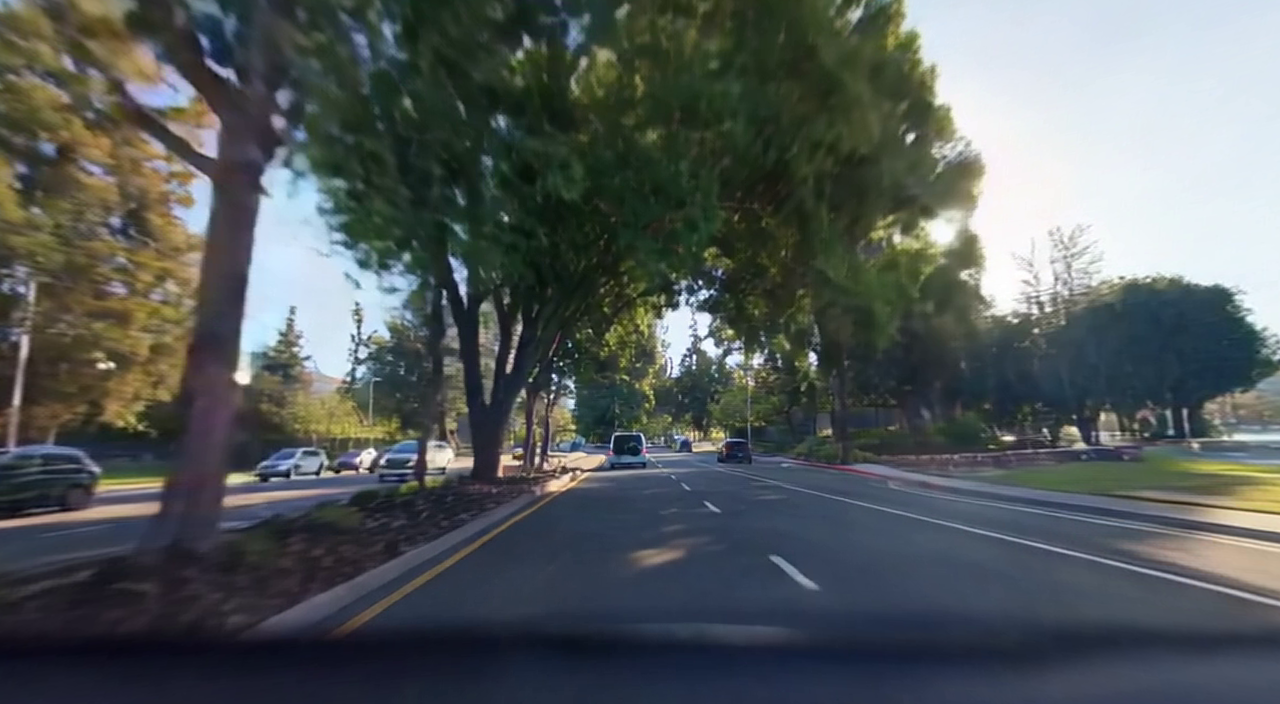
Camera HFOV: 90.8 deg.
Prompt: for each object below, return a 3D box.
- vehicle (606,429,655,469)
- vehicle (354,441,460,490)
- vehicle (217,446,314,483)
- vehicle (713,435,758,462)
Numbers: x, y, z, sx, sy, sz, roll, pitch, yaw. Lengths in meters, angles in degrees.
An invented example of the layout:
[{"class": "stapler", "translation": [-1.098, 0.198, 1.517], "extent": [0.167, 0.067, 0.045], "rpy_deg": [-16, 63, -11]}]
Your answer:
[{"class": "vehicle", "translation": [-0.490, 5.153, 33.631], "extent": [2.411, 1.937, 5.186], "rpy_deg": [0, -8, 0]}, {"class": "vehicle", "translation": [-7.756, 3.813, 21.551], "extent": [1.964, 1.478, 4.368], "rpy_deg": [0, -8, 0]}, {"class": "vehicle", "translation": [-18.548, 5.560, 31.563], "extent": [1.980, 1.712, 4.535], "rpy_deg": [0, -8, 1]}, {"class": "vehicle", "translation": [6.797, 6.929, 45.470], "extent": [2.364, 1.781, 4.854], "rpy_deg": [0, -8, -2]}]
